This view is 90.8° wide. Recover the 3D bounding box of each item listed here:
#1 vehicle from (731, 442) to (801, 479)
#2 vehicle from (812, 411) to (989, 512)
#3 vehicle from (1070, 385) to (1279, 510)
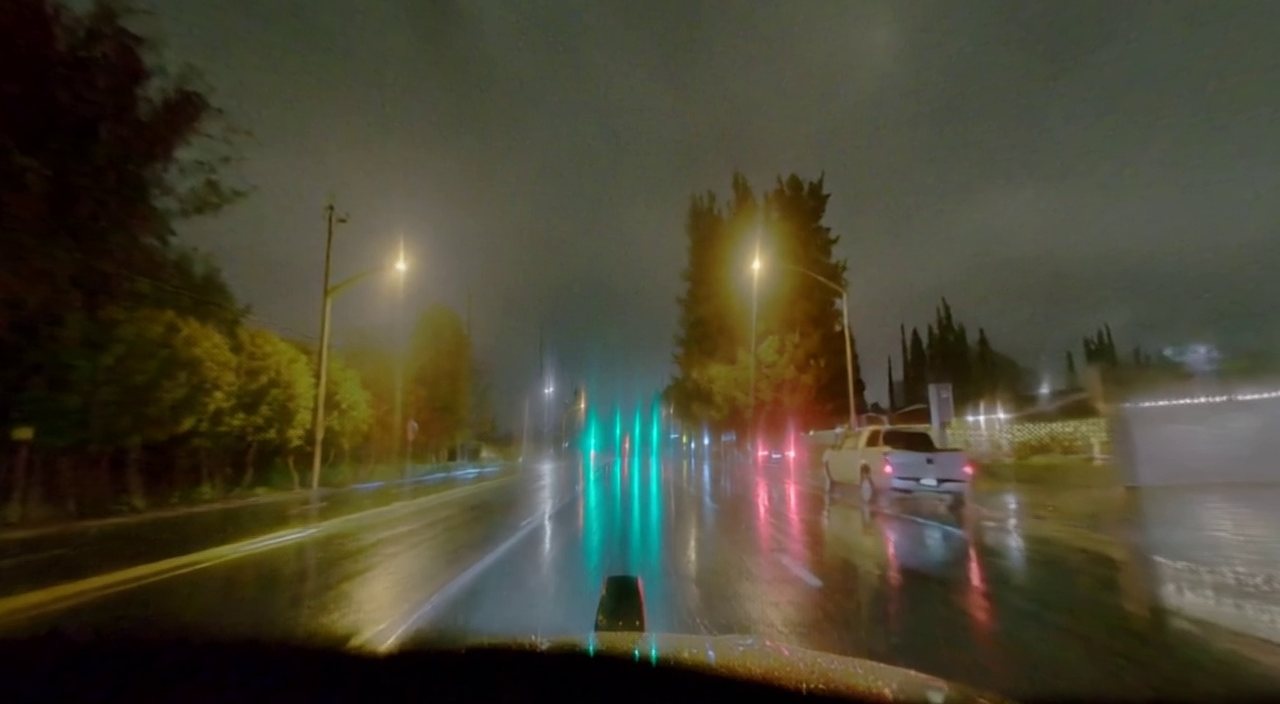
[{"bbox_3d":[5.978,5.225,30.618,2.282,1.566,4.705,-1,-9,-1],"label":"vehicle"},{"bbox_3d":[6.360,2.775,16.440,2.275,2.132,5.726,0,-8,2],"label":"vehicle"},{"bbox_3d":[15.767,2.443,16.448,6.969,2.929,2.793,0,-8,0],"label":"vehicle"}]
